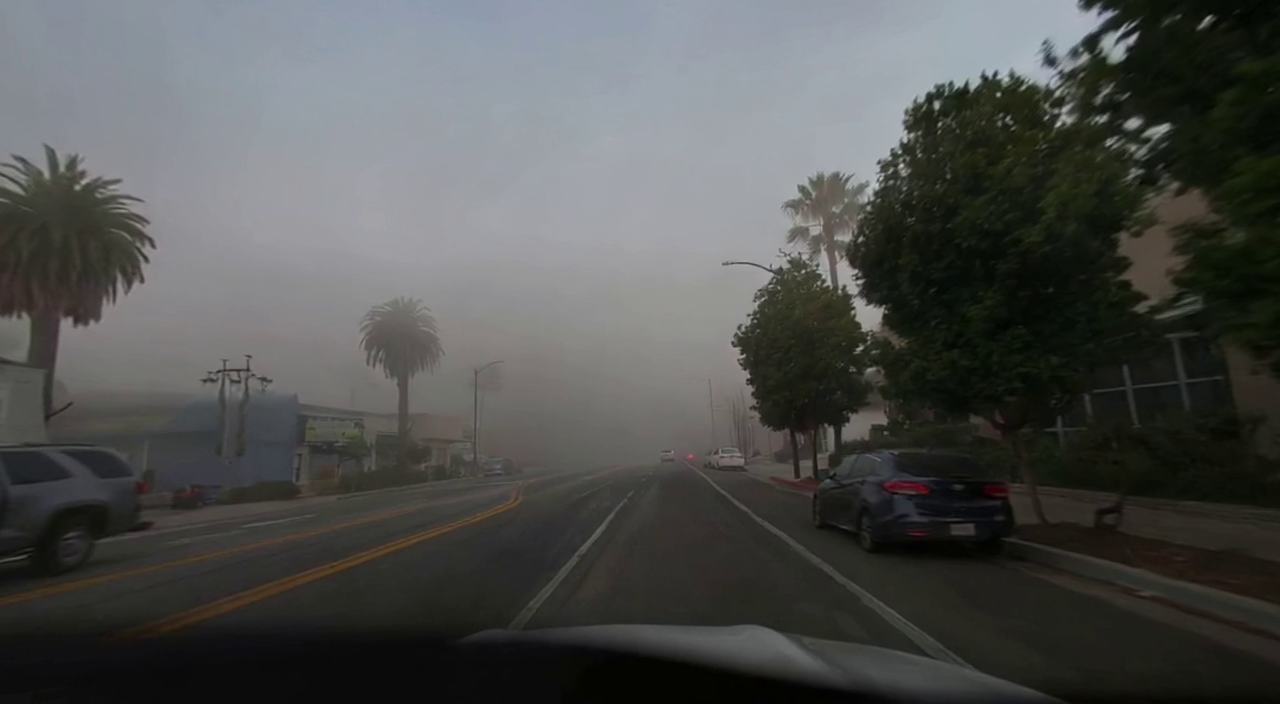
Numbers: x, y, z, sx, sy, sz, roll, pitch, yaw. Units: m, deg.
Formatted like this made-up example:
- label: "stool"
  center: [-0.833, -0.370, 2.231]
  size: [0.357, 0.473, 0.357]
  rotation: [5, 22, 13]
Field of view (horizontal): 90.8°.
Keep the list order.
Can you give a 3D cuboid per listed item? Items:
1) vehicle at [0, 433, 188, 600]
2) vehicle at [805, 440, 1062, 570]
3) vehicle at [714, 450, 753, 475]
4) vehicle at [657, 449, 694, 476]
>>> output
- label: "vehicle"
  center: [-8.375, 1.925, 7.617]
  size: [2.356, 1.842, 5.364]
  rotation: [1, -9, -7]
- label: "vehicle"
  center: [4.156, 2.198, 10.021]
  size: [2.025, 1.538, 4.707]
  rotation: [-1, -9, 3]
- label: "vehicle"
  center: [5.893, 7.019, 40.339]
  size: [1.834, 1.504, 4.331]
  rotation: [0, -9, 0]
- label: "vehicle"
  center: [2.092, 6.542, 37.766]
  size: [2.067, 1.477, 4.653]
  rotation: [0, -9, 3]
